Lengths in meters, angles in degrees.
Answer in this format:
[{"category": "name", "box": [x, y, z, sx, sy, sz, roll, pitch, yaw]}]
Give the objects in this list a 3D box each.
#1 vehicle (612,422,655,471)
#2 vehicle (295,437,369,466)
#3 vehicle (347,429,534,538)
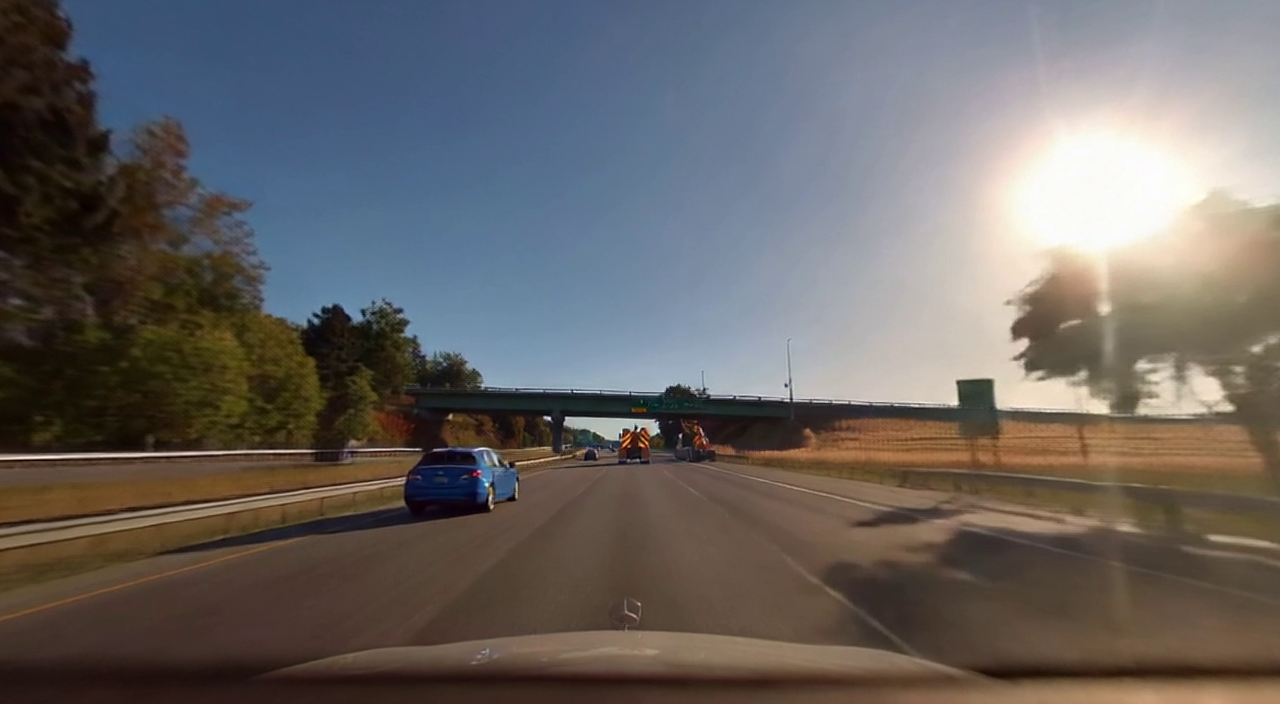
[{"category": "vehicle", "box": [-0.467, 6.453, 43.259, 2.672, 3.056, 6.900, 0, -8, -1]}, {"category": "vehicle", "box": [-16.560, 5.361, 34.181, 1.737, 1.456, 4.422, 0, -8, 1]}, {"category": "vehicle", "box": [-3.409, 2.332, 11.804, 2.088, 1.643, 4.215, 0, -8, 0]}]
